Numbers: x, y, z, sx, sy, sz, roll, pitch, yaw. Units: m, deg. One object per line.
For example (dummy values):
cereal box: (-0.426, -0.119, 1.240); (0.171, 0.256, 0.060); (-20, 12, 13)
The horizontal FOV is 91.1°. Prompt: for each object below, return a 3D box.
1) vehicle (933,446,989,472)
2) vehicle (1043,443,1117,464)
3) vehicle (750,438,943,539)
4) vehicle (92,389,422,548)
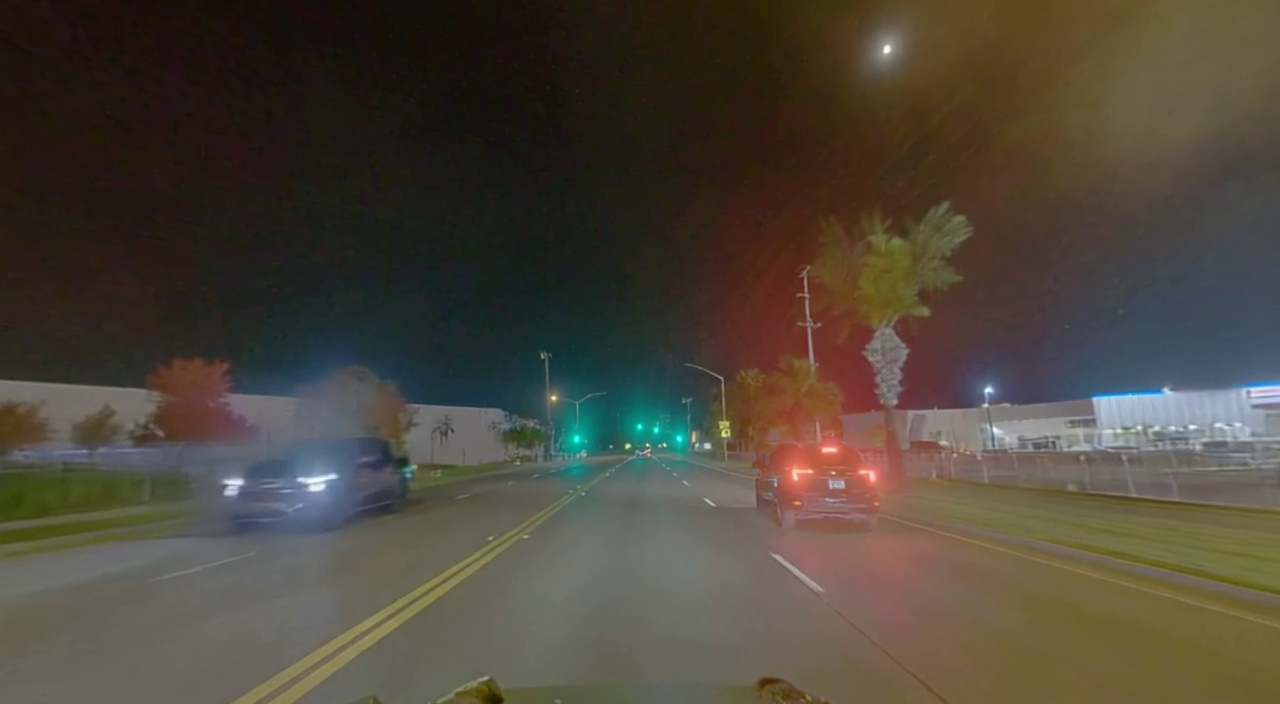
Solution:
vehicle: (21.104, 6.993, 41.193); (4.279, 1.545, 1.850); (8, -11, -43)
vehicle: (34.507, 7.985, 49.367); (4.526, 1.514, 1.957); (-5, -10, 31)
vehicle: (3.634, 2.478, 12.167); (2.148, 1.562, 4.642); (0, -9, 0)
vehicle: (-6.639, 2.140, 12.225); (2.538, 2.287, 6.052); (0, -8, 0)
